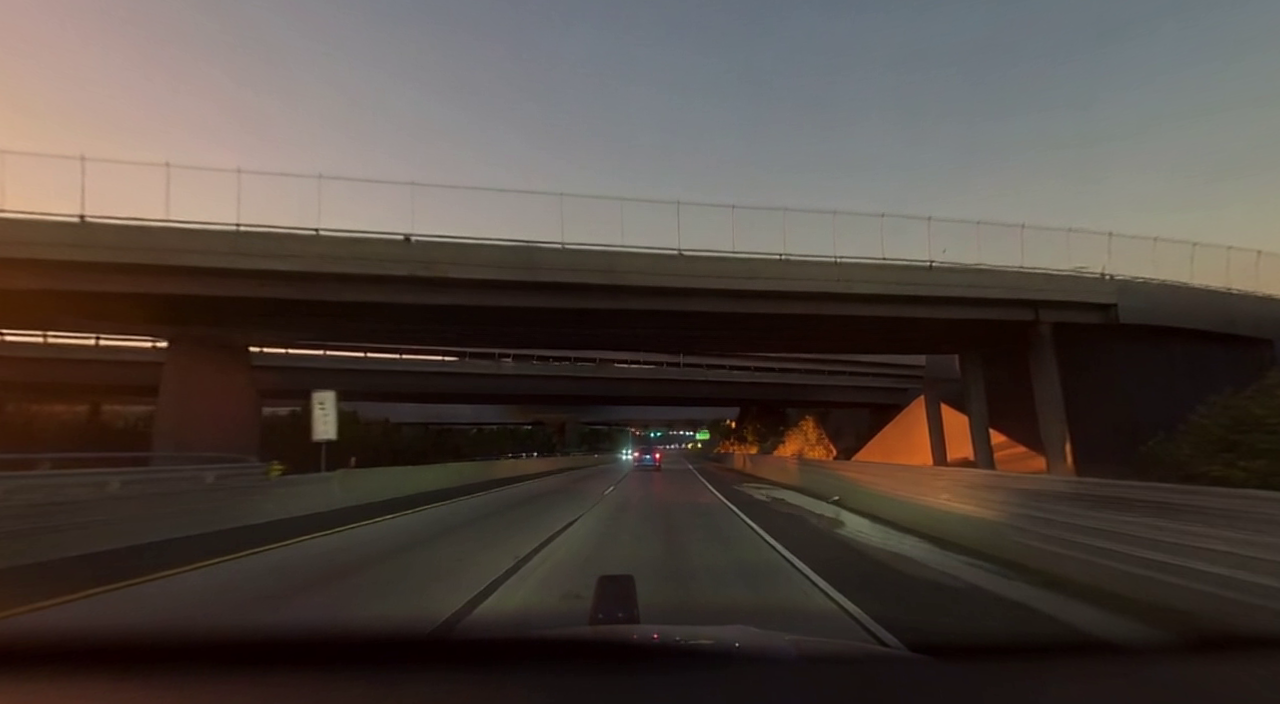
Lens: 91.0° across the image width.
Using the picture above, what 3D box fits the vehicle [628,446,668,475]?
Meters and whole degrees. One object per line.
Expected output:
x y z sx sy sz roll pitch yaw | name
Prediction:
0.438 5.949 34.812 2.028 1.440 3.970 -1 -8 1 | vehicle
